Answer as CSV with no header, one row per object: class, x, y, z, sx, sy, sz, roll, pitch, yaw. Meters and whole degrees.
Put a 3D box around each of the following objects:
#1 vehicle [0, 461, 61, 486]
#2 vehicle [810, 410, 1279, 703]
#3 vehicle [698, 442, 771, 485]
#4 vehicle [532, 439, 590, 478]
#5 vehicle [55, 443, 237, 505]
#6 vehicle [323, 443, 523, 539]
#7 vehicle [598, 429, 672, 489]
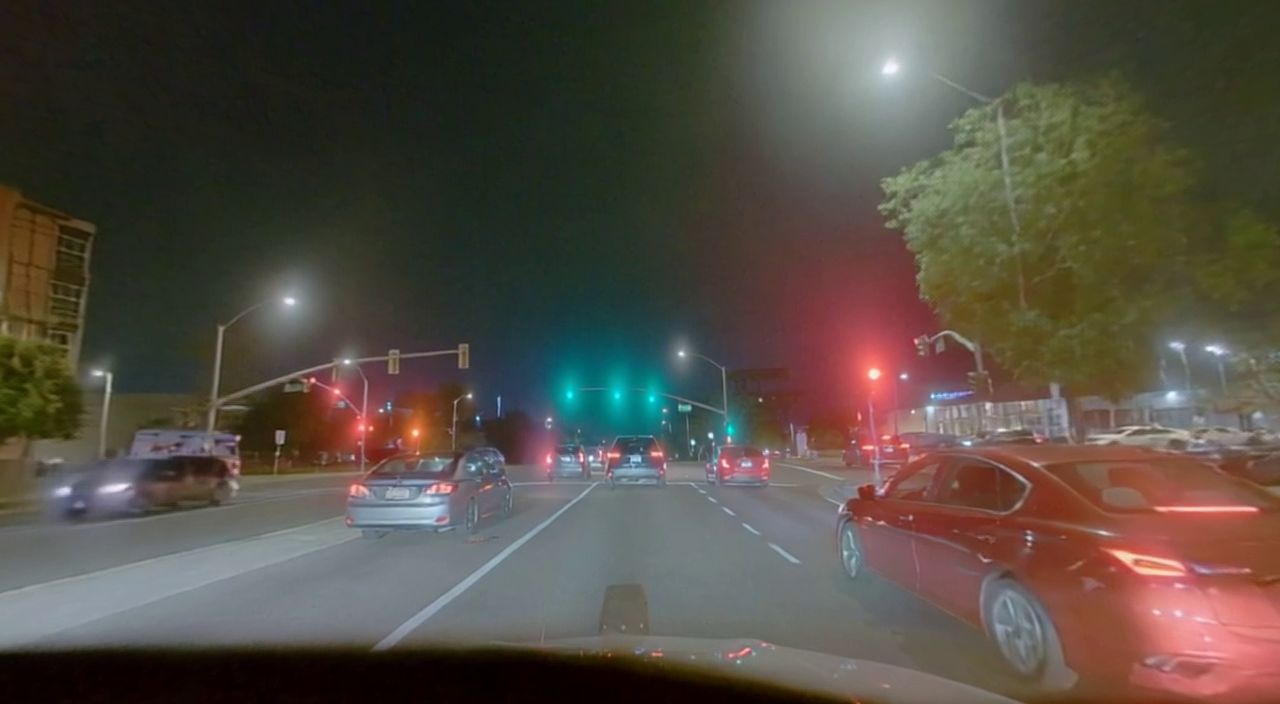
vehicle,-40.512,7.909,41.159,4.552,1.492,1.882,-3,-8,19
vehicle,3.003,1.308,4.961,2.052,1.475,4.540,0,-8,0
vehicle,3.492,4.189,24.151,2.058,1.472,4.317,0,-8,-1
vehicle,-3.570,4.863,29.099,2.130,1.645,3.995,0,-8,0
vehicle,-16.189,3.980,21.103,2.205,1.795,4.757,0,-8,0
vehicle,-3.529,2.314,11.173,2.115,1.369,3.908,0,-8,0
vehicle,-0.163,3.746,22.462,2.361,1.898,4.465,0,-8,0
